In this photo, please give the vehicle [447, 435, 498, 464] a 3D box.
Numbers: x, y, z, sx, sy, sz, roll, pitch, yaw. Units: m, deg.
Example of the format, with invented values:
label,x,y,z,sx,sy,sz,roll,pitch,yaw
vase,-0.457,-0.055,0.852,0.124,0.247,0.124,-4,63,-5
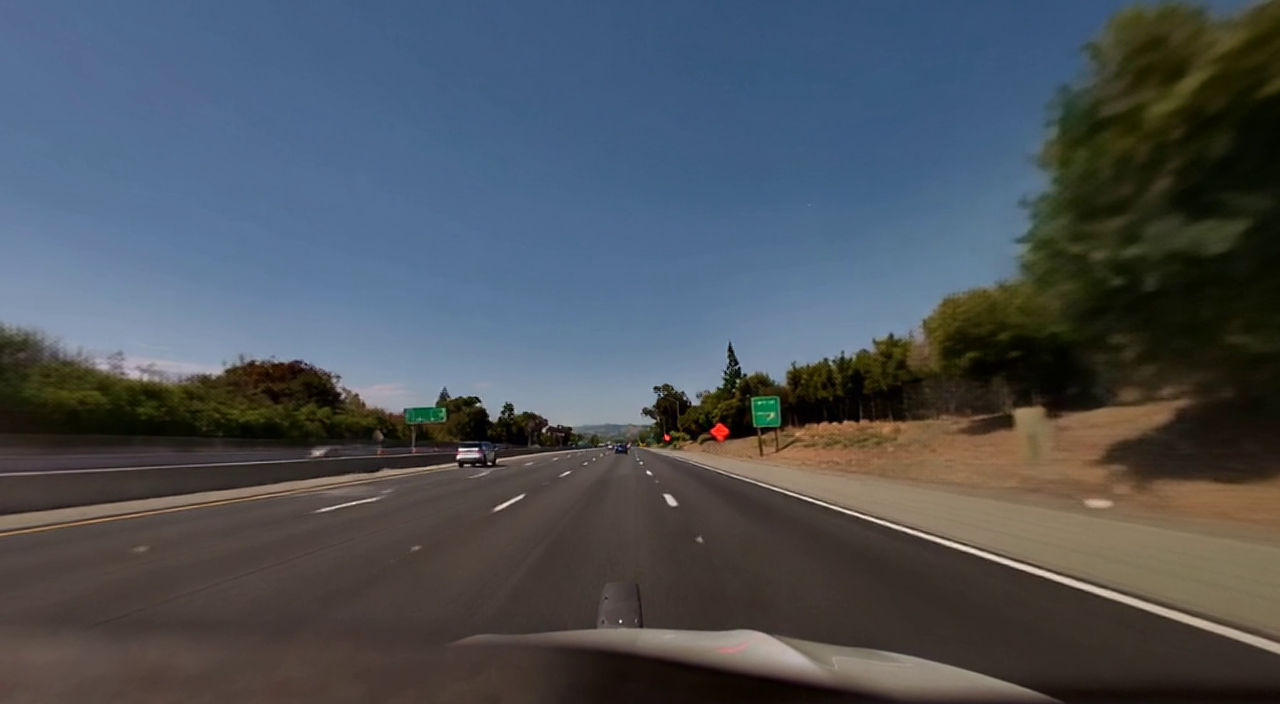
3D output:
label,x,y,z,sx,sy,sz,roll,pitch,yaw
vehicle,-12.080,7.079,45.932,2.270,1.936,5.190,0,-9,-1
